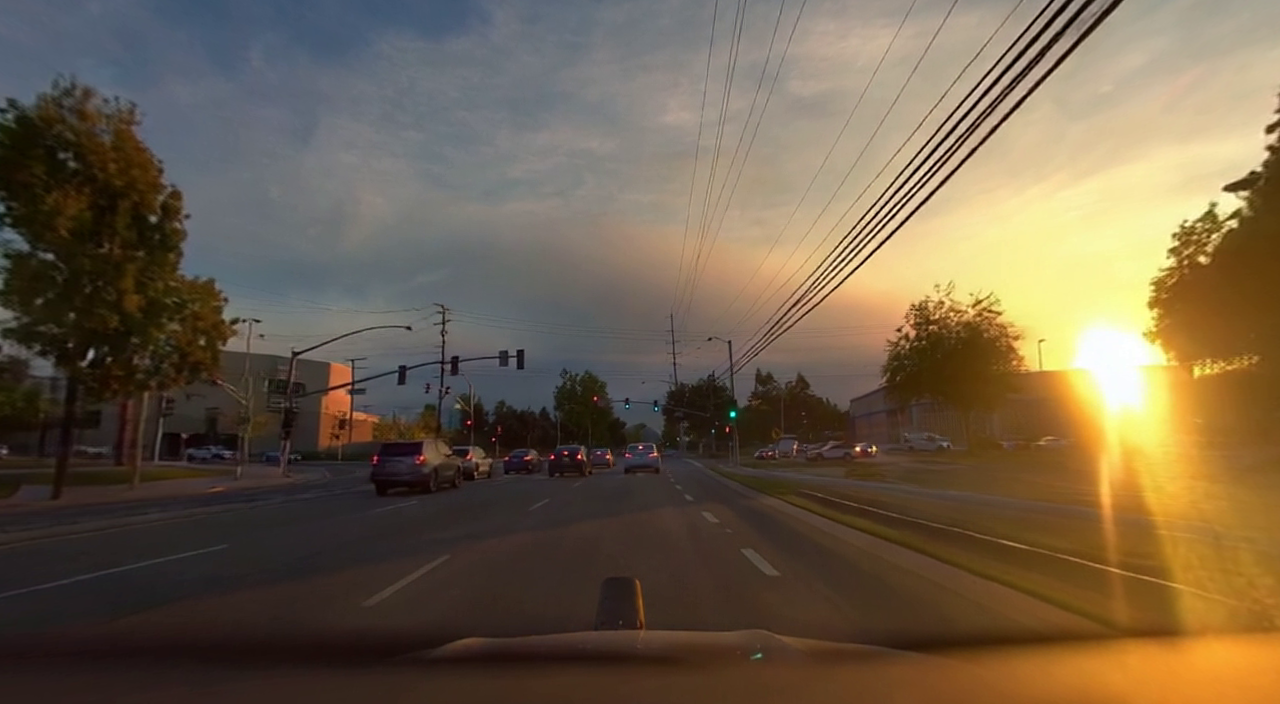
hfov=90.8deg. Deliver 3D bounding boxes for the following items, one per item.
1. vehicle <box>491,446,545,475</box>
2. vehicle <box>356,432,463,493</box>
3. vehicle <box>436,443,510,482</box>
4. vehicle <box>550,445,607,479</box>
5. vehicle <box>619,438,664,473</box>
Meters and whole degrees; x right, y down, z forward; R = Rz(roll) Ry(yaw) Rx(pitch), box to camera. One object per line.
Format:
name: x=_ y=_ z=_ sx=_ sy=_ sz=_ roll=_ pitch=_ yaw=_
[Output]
vehicle: x=-6.730 y=6.032 z=35.383 sx=1.904 sy=1.449 sz=4.580 roll=-1 pitch=-8 yaw=3
vehicle: x=-7.335 y=3.547 z=20.600 sx=1.860 sy=1.754 sz=4.089 roll=0 pitch=-8 yaw=1
vehicle: x=-7.314 y=4.858 z=28.082 sx=1.912 sy=1.573 sz=4.299 roll=-1 pitch=-8 yaw=3
vehicle: x=-2.801 y=5.117 z=29.687 sx=2.064 sy=1.464 sz=4.373 roll=0 pitch=-8 yaw=2
vehicle: x=0.159 y=5.824 z=35.831 sx=2.276 sy=1.850 sz=3.897 roll=-1 pitch=-8 yaw=4
